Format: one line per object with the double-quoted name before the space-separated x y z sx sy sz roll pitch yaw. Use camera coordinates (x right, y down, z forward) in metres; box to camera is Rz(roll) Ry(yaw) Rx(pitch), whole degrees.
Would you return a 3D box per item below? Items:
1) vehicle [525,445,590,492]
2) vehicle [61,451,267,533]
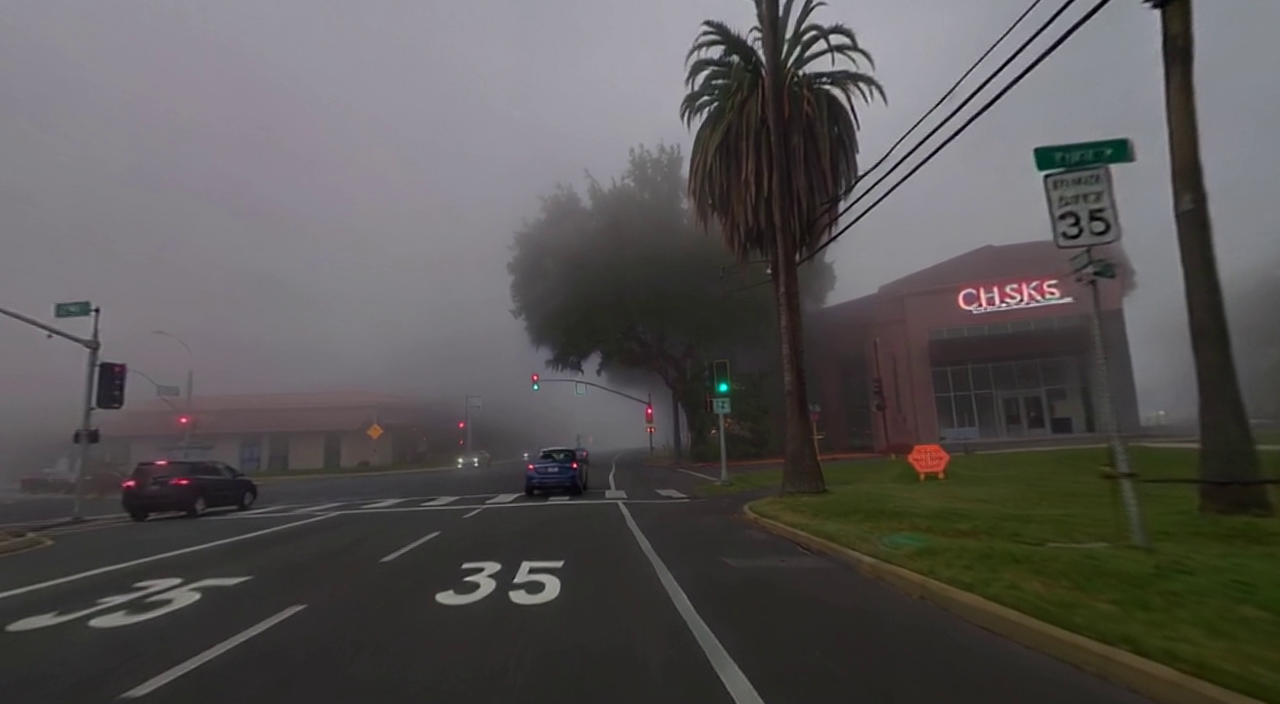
"vehicle" -2.851 4.105 22.618 2.063 1.474 4.334 0 -9 -5
"vehicle" -12.307 3.585 16.875 2.050 1.811 4.752 0 -9 -5
